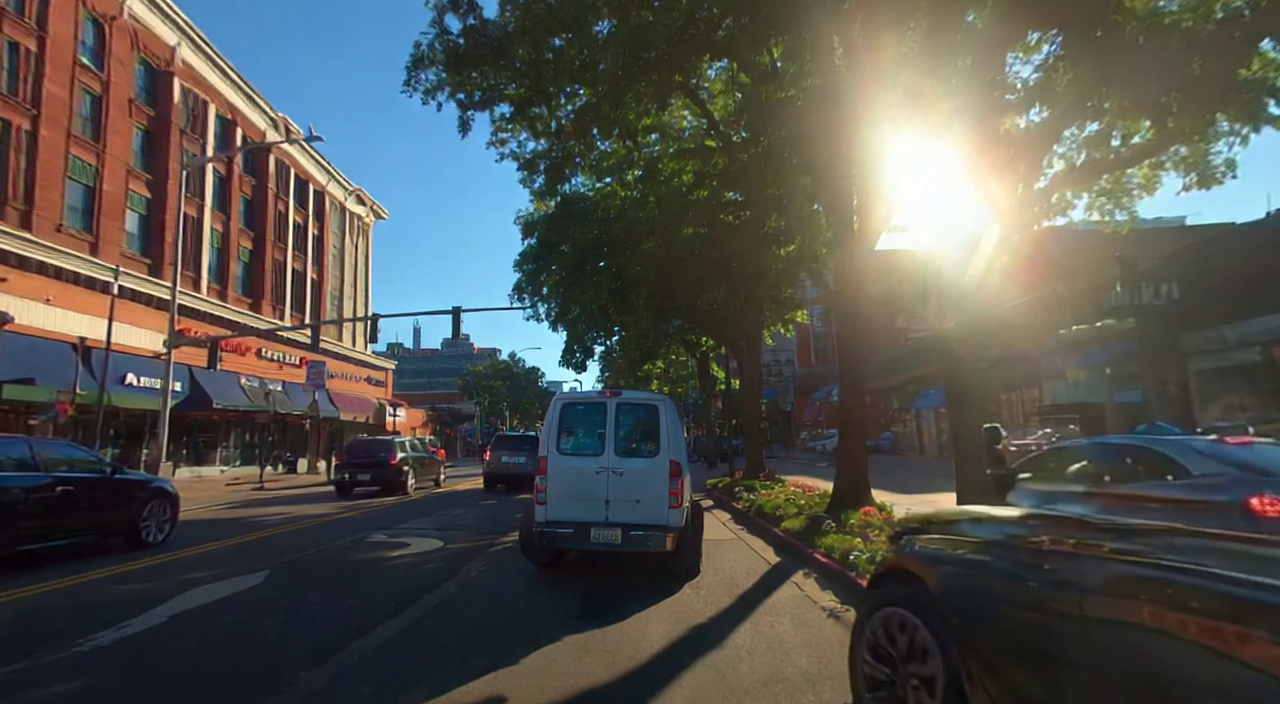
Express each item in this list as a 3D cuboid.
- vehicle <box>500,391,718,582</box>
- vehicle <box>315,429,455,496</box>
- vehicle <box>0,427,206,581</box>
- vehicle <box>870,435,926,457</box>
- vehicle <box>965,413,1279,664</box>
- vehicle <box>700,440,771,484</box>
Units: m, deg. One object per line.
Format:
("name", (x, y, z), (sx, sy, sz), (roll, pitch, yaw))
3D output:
("vehicle", (-0.312, 1.599, 8.238), (2.064, 1.817, 4.298), (0, -8, -1))
("vehicle", (-7.037, 3.096, 17.998), (1.941, 1.655, 4.503), (0, -8, 2))
("vehicle", (-6.995, 1.530, 6.574), (1.831, 1.451, 4.382), (0, -8, -1))
("vehicle", (20.095, 7.332, 49.035), (4.361, 1.653, 2.034), (6, -11, -37))
("vehicle", (4.804, 1.162, 4.070), (1.957, 1.490, 4.718), (3, -9, -18))
("vehicle", (3.429, 4.046, 23.512), (2.023, 1.441, 4.240), (0, -8, 1))
